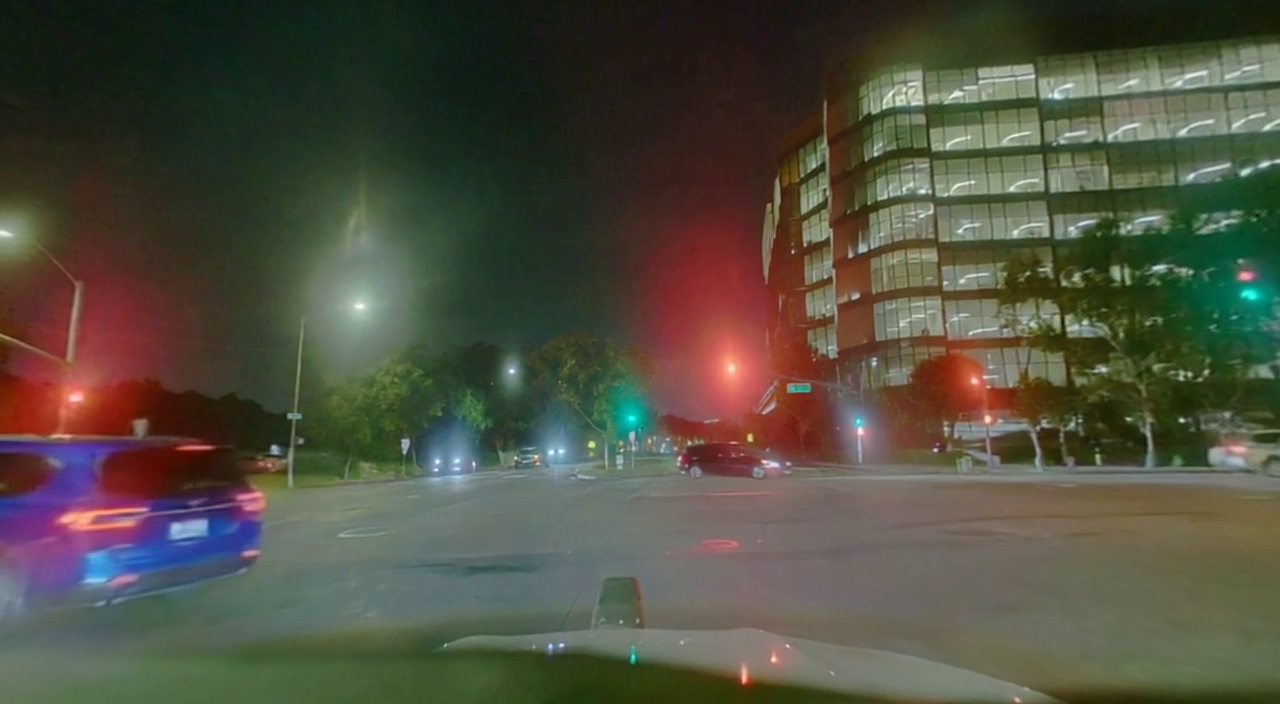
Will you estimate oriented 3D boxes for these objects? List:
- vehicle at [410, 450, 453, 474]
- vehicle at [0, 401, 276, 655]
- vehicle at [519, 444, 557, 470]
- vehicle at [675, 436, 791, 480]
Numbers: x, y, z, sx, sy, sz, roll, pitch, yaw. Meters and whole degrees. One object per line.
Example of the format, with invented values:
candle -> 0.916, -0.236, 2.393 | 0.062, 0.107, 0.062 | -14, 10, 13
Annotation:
vehicle -> -14.474, 7.642, 44.056 | 1.786, 1.499, 3.797 | 0, -8, -2
vehicle -> -6.014, 1.439, 5.782 | 4.038, 1.807, 2.085 | -1, -9, 4
vehicle -> -6.971, 7.199, 43.605 | 2.034, 1.663, 4.025 | 0, -8, -1
vehicle -> 3.875, 4.486, 27.014 | 1.998, 1.674, 4.652 | 8, -11, -41
